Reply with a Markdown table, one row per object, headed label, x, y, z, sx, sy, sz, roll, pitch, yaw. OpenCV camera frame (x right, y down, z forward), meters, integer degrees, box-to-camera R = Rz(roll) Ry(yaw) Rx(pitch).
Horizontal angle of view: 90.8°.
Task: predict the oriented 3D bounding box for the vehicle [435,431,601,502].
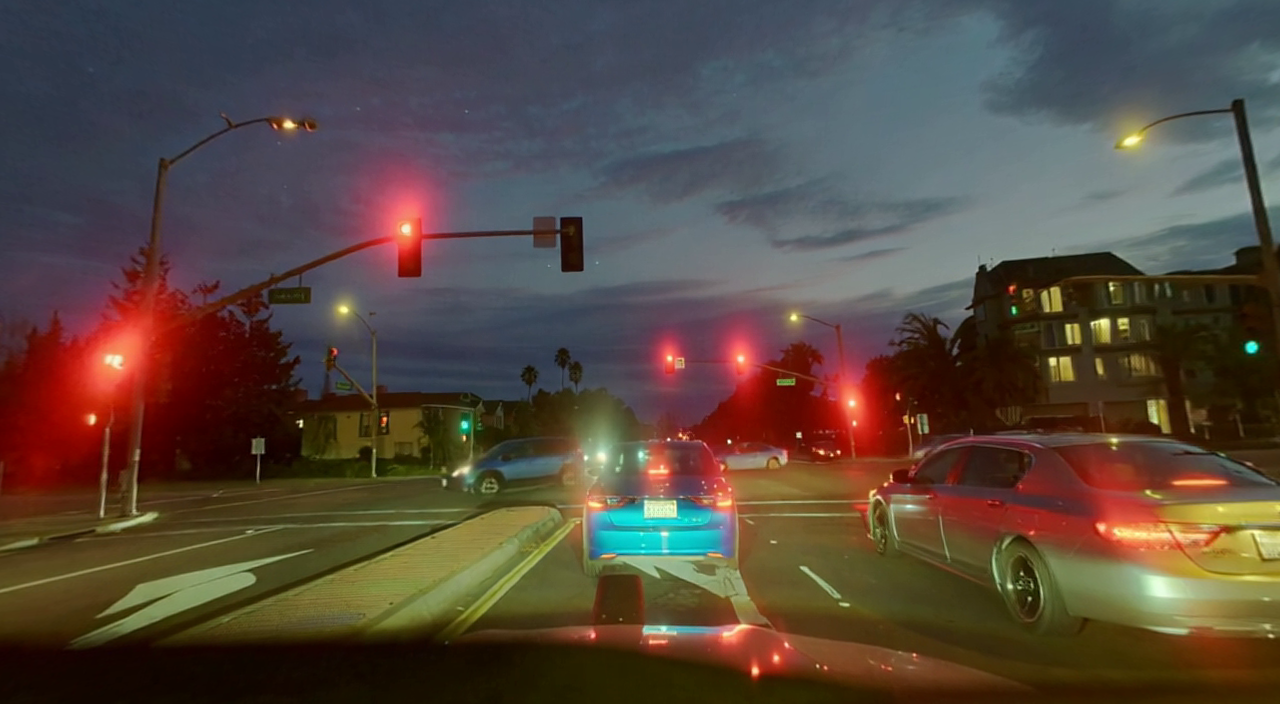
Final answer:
| label | x | y | z | sx | sy | sz | roll | pitch | yaw |
| --- | --- | --- | --- | --- | --- | --- | --- | --- | --- |
| vehicle | -3.455 | 3.329 | 18.875 | 1.988 | 1.799 | 4.789 | -6 | -10 | 35 |

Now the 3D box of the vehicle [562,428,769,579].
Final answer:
| label | x | y | z | sx | sy | sz | roll | pitch | yaw |
| --- | --- | --- | --- | --- | --- | --- | --- | --- | --- |
| vehicle | 0.289 | 1.819 | 8.333 | 2.090 | 1.505 | 3.756 | -1 | -9 | 1 |

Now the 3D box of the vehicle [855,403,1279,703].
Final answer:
| label | x | y | z | sx | sy | sz | roll | pitch | yaw |
| --- | --- | --- | --- | --- | --- | --- | --- | --- | --- |
| vehicle | 3.640 | 1.340 | 5.437 | 1.888 | 1.486 | 4.681 | 0 | -9 | -1 |
